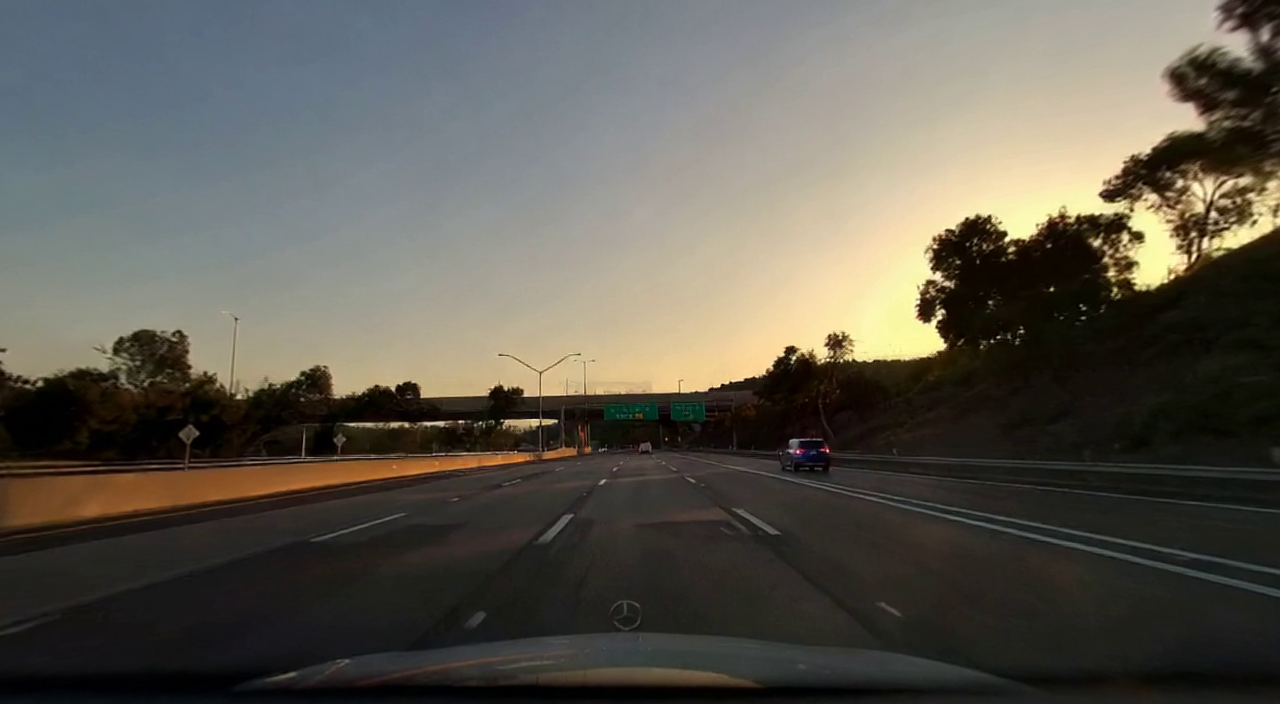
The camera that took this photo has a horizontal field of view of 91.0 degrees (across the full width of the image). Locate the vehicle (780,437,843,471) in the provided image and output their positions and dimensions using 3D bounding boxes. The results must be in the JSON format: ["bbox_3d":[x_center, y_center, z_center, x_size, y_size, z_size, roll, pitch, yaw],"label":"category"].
[{"bbox_3d":[9.332,5.599,34.690,2.091,1.711,4.383,0,-9,-2],"label":"vehicle"}]
